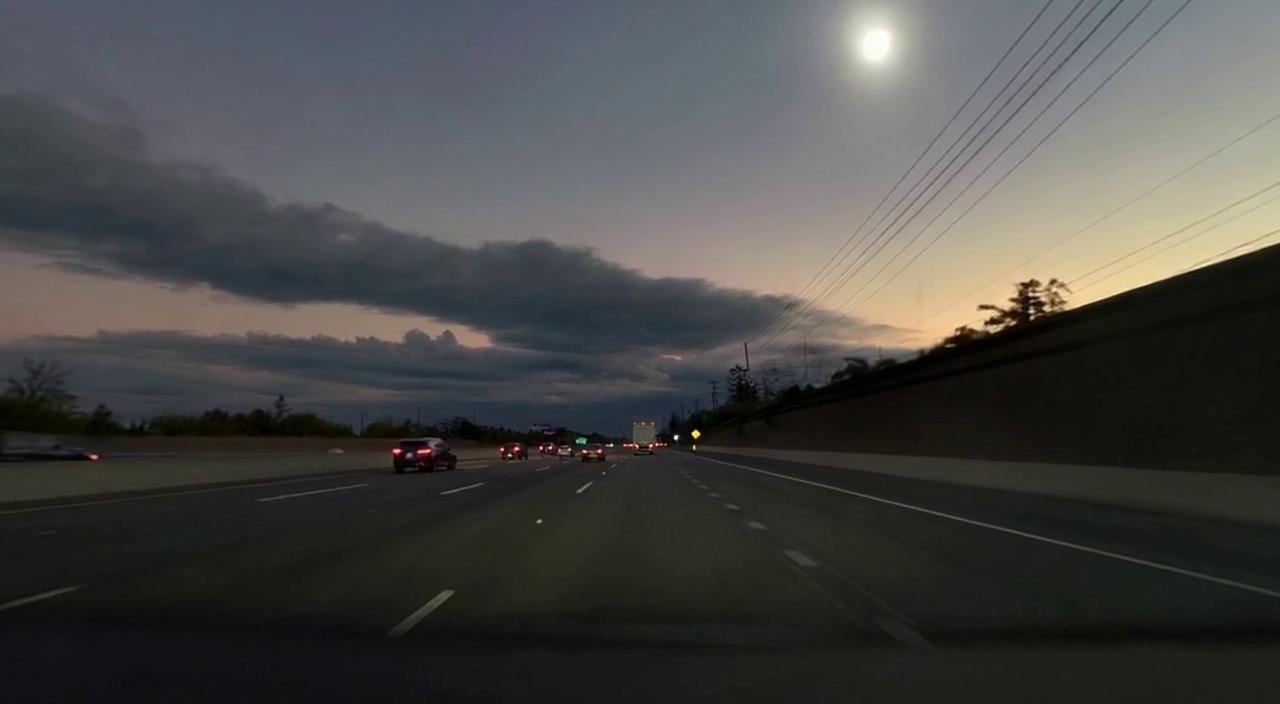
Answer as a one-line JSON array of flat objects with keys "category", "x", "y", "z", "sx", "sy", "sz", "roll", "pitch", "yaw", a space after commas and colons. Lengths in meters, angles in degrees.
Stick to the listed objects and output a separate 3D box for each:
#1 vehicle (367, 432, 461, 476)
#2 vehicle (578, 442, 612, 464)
[{"category": "vehicle", "x": -10.608, "y": 4.845, "z": 30.158, "sx": 2.310, "sy": 1.853, "sz": 5.817, "roll": 0, "pitch": -9, "yaw": 1}, {"category": "vehicle", "x": -3.226, "y": 7.340, "z": 46.022, "sx": 2.045, "sy": 1.532, "sz": 4.954, "roll": 0, "pitch": -9, "yaw": 1}]
